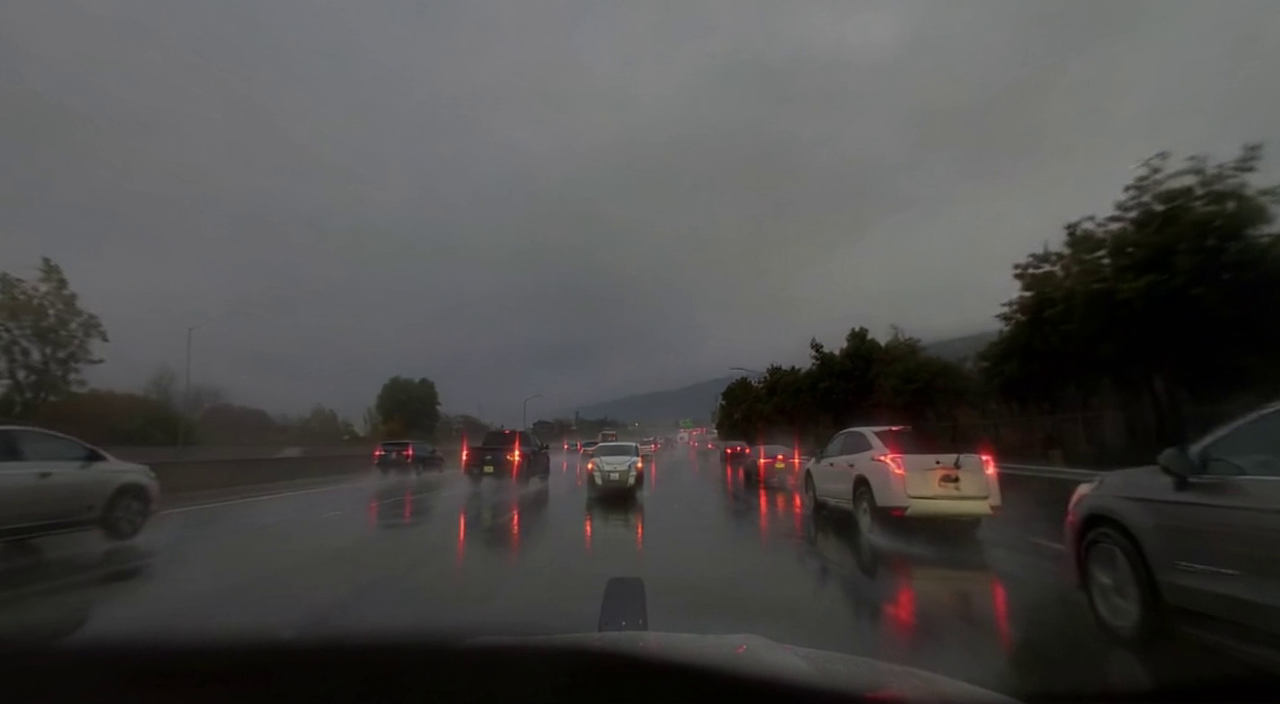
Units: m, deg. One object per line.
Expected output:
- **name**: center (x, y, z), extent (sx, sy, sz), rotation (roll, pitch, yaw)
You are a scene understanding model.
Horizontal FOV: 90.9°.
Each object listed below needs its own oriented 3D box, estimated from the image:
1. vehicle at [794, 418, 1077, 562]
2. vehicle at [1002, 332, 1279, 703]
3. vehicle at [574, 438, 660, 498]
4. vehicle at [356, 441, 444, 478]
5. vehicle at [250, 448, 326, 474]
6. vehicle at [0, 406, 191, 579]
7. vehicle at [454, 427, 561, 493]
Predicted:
- **vehicle**: center (3.829, 1.861, 9.281), extent (1.984, 1.567, 4.475), rotation (0, -8, 0)
- **vehicle**: center (3.836, 0.775, 2.564), extent (2.003, 1.778, 4.658), rotation (0, -8, 1)
- **vehicle**: center (-0.501, 3.143, 17.475), extent (2.070, 1.456, 4.029), rotation (0, -8, 2)
- **vehicle**: center (-10.620, 4.777, 28.343), extent (1.907, 1.508, 4.608), rotation (-1, -8, 3)
- **vehicle**: center (-22.084, 6.827, 39.819), extent (1.922, 1.495, 4.609), rotation (-1, -8, 4)
- **vehicle**: center (-7.706, 1.403, 6.184), extent (2.214, 1.761, 5.890), rotation (0, -8, 1)
- **vehicle**: center (-4.030, 3.402, 20.351), extent (2.110, 1.811, 5.585), rotation (0, -8, 2)
